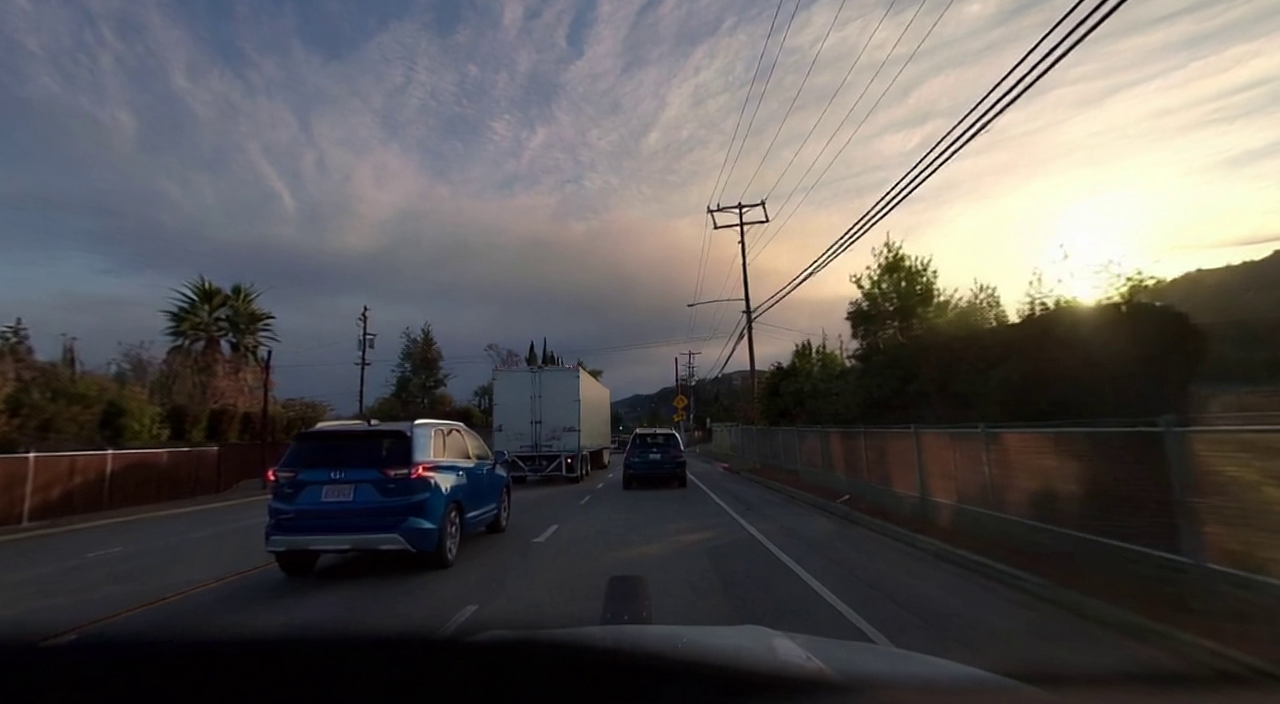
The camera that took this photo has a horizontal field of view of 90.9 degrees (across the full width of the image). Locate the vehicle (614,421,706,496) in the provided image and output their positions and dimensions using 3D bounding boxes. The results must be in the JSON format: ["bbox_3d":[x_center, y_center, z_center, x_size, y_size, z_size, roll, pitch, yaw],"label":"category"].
[{"bbox_3d":[0.474,2.840,17.072,2.174,1.749,4.113,0,-8,0],"label":"vehicle"}]

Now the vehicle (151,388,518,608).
[{"bbox_3d":[-3.013,1.558,7.623,2.093,1.832,4.508,0,-8,1],"label":"vehicle"}]

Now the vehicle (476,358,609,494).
[{"bbox_3d":[-2.880,2.771,22.478,2.928,3.658,10.953,0,-8,0],"label":"vehicle"}]
